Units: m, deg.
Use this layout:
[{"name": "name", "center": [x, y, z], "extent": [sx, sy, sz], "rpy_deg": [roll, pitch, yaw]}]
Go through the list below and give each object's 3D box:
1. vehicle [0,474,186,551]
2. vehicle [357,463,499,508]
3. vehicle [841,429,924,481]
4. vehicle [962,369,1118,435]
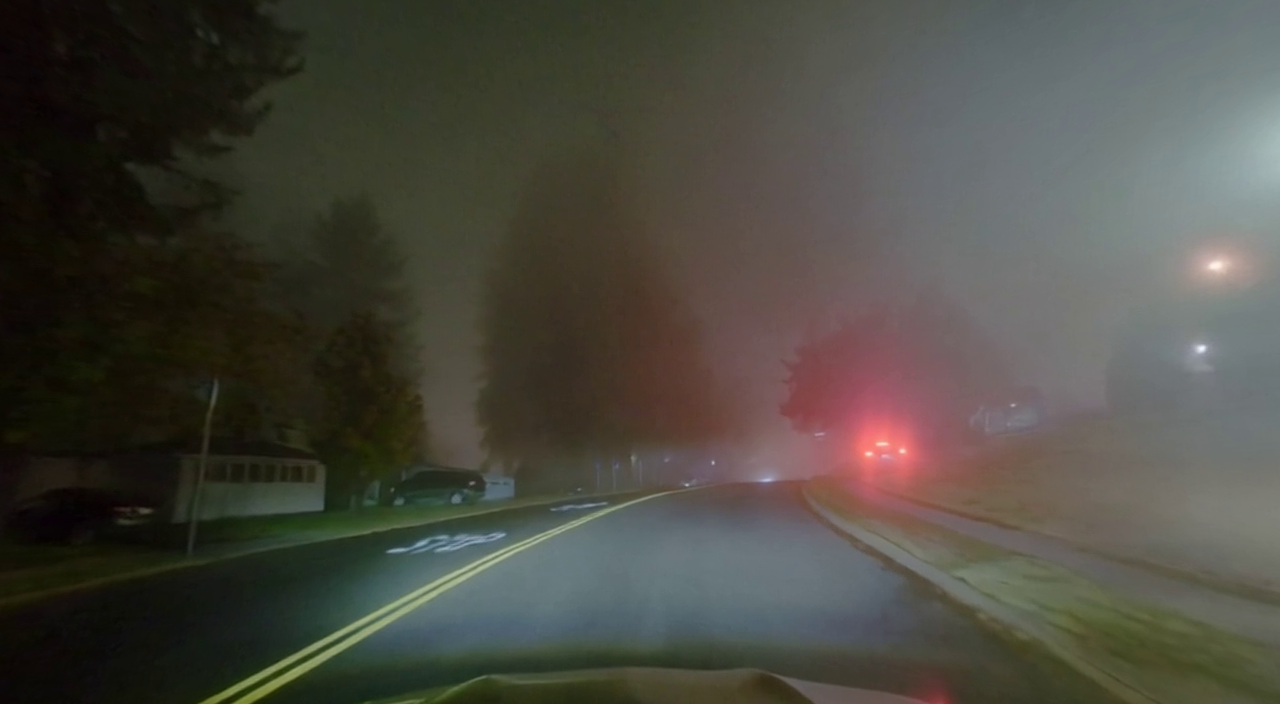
[{"name": "vehicle", "center": [-13.144, 3.591, 14.301], "extent": [4.175, 1.492, 1.845], "rpy_deg": [0, -9, -4]}, {"name": "vehicle", "center": [-9.610, 6.159, 29.018], "extent": [5.643, 1.759, 2.110], "rpy_deg": [-1, -19, 3]}, {"name": "vehicle", "center": [9.749, 4.165, 25.813], "extent": [2.163, 1.885, 4.804], "rpy_deg": [-2, -9, 10]}, {"name": "vehicle", "center": [15.507, 1.919, 24.691], "extent": [4.539, 2.010, 2.163], "rpy_deg": [-6, -1, 3]}]
